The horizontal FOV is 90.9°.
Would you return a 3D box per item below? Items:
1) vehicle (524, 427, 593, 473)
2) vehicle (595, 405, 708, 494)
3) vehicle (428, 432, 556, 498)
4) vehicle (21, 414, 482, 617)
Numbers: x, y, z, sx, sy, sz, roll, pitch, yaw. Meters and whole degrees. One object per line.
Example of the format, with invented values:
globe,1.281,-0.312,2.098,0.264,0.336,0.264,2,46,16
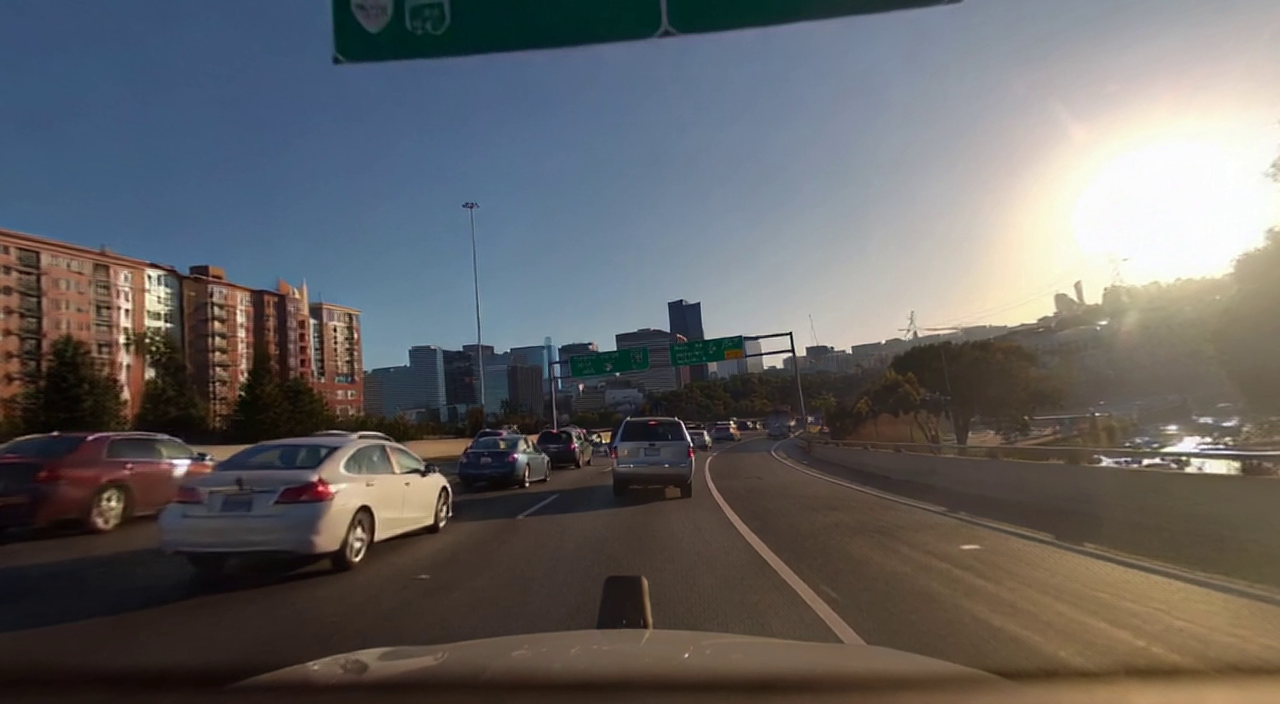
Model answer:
vehicle,-3.257,4.037,26.093,1.953,1.729,4.377,-1,-9,4
vehicle,0.382,2.730,17.759,2.616,2.063,5.933,0,-9,2
vehicle,-3.645,2.879,16.467,2.087,1.481,4.225,0,-9,4
vehicle,-3.568,1.601,7.298,1.998,1.494,5.020,0,-9,2
